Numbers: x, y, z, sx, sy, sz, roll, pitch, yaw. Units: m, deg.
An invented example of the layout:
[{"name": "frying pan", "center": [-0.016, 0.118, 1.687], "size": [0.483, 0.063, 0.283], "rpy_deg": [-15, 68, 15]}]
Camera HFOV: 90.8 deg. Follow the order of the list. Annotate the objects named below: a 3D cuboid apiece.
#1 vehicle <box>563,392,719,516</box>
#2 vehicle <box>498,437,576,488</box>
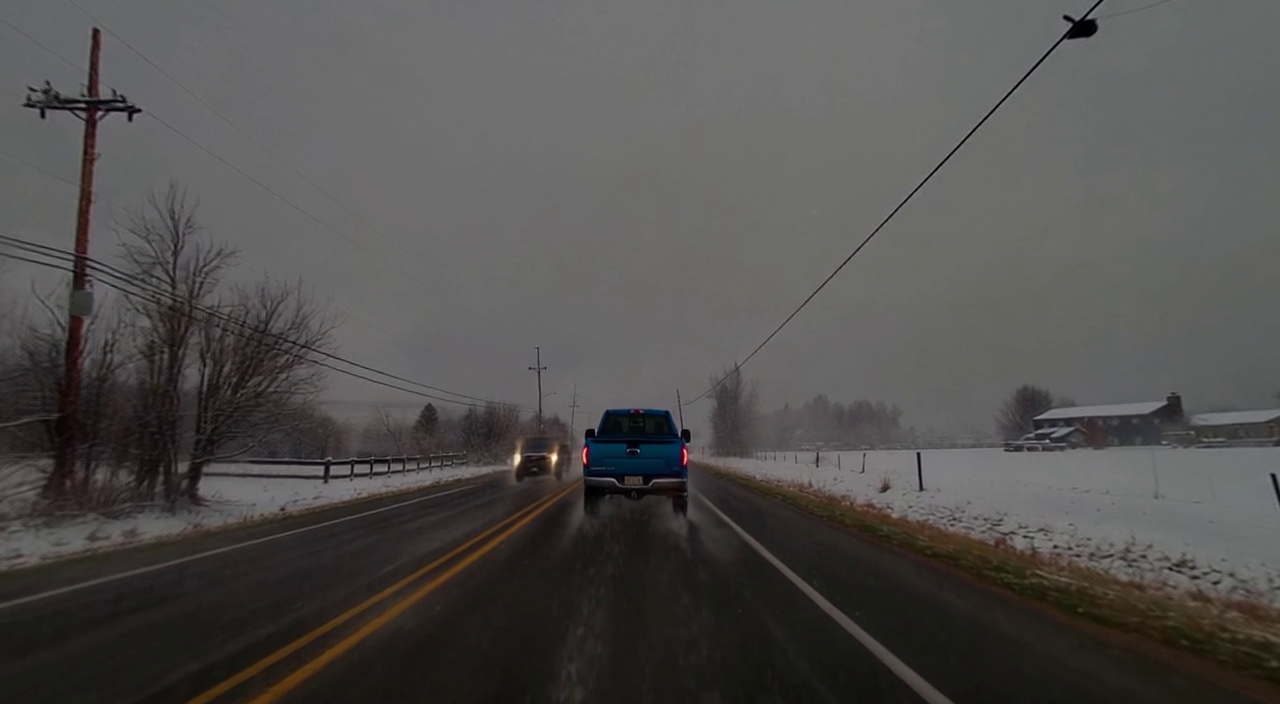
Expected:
[{"name": "vehicle", "center": [-0.045, 2.448, 15.572], "size": [2.912, 2.320, 7.292], "rpy_deg": [0, -8, -1]}, {"name": "vehicle", "center": [-3.824, 4.195, 24.375], "size": [2.122, 1.729, 4.783], "rpy_deg": [0, -8, 1]}]
